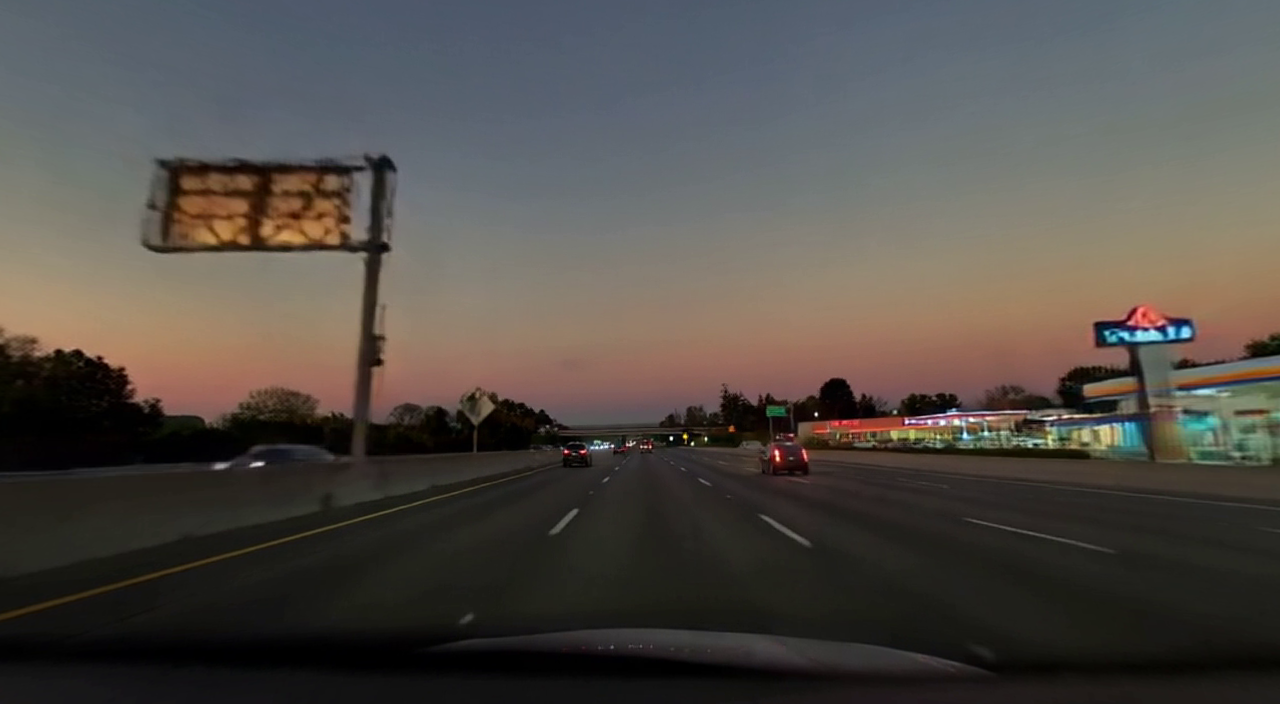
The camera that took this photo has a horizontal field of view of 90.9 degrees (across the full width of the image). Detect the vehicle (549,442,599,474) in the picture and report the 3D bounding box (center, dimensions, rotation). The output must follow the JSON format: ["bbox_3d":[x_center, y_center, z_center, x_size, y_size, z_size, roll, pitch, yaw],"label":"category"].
[{"bbox_3d":[-3.301,5.416,32.387,2.114,1.510,4.186,-1,-9,1],"label":"vehicle"}]

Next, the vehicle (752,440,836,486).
[{"bbox_3d":[5.464,3.993,23.090,1.909,1.467,4.940,-1,-9,1],"label":"vehicle"}]

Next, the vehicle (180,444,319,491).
[{"bbox_3d":[-14.263,4.224,23.424,2.283,1.536,4.403,-1,-9,1],"label":"vehicle"}]
